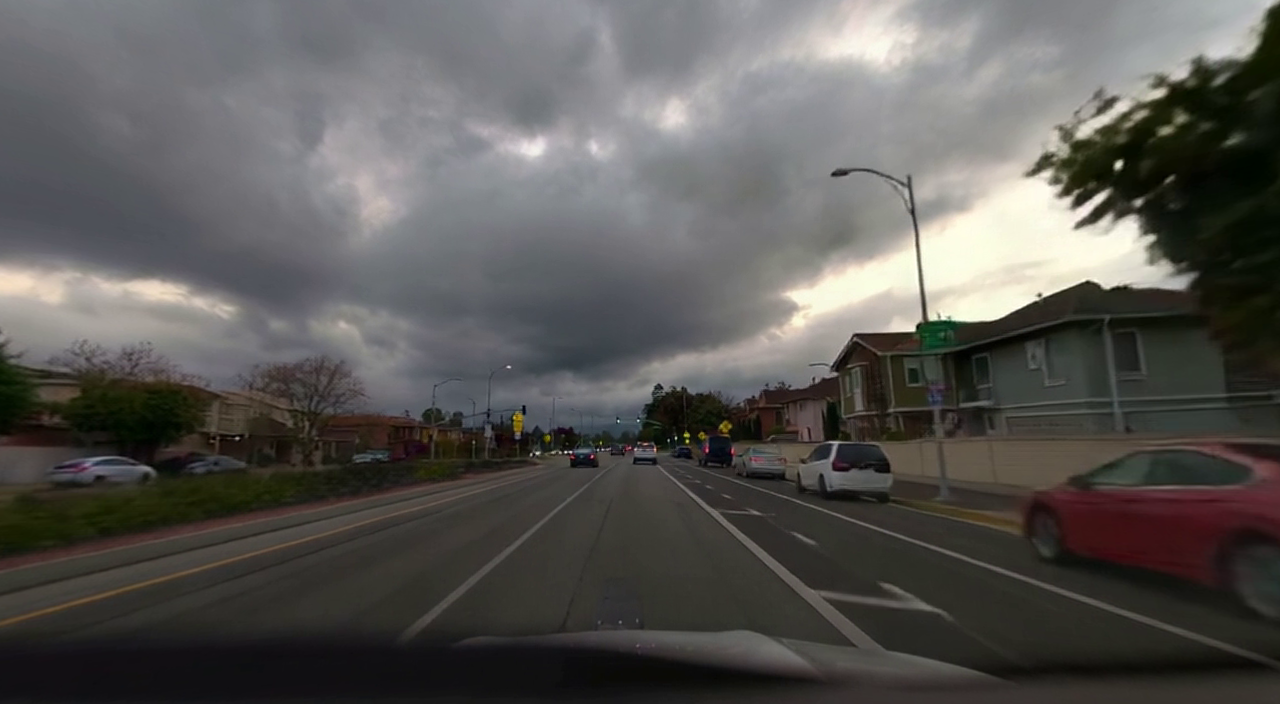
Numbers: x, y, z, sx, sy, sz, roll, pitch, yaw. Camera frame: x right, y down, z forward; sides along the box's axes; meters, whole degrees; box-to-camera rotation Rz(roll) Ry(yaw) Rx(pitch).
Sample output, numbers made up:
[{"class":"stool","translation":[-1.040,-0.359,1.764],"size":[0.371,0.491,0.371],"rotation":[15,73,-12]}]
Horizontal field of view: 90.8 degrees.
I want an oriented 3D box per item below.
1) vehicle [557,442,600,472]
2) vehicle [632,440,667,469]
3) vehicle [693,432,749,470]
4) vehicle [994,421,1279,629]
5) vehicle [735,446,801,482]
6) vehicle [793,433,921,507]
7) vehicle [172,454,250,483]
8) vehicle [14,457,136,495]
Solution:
[{"class":"vehicle","translation":[-3.814,6.658,40.201],"size":[2.233,1.775,4.491],"rotation":[0,-9,1]},{"class":"vehicle","translation":[0.590,7.106,43.812],"size":[2.273,1.851,5.075],"rotation":[0,-9,-1]},{"class":"vehicle","translation":[5.369,6.761,43.410],"size":[2.763,2.329,7.864],"rotation":[0,-9,0]},{"class":"vehicle","translation":[5.868,1.568,6.362],"size":[1.900,1.611,4.320],"rotation":[0,-9,-3]},{"class":"vehicle","translation":[5.719,5.056,28.868],"size":[1.910,1.520,4.375],"rotation":[0,-9,-3]},{"class":"vehicle","translation":[5.764,3.191,17.504],"size":[2.020,1.762,4.559],"rotation":[0,-9,2]},{"class":"vehicle","translation":[-25.678,6.969,37.994],"size":[1.794,1.595,4.123],"rotation":[0,-9,0]},{"class":"vehicle","translation":[-25.899,5.660,29.162],"size":[1.855,1.552,4.092],"rotation":[0,-9,-1]}]
